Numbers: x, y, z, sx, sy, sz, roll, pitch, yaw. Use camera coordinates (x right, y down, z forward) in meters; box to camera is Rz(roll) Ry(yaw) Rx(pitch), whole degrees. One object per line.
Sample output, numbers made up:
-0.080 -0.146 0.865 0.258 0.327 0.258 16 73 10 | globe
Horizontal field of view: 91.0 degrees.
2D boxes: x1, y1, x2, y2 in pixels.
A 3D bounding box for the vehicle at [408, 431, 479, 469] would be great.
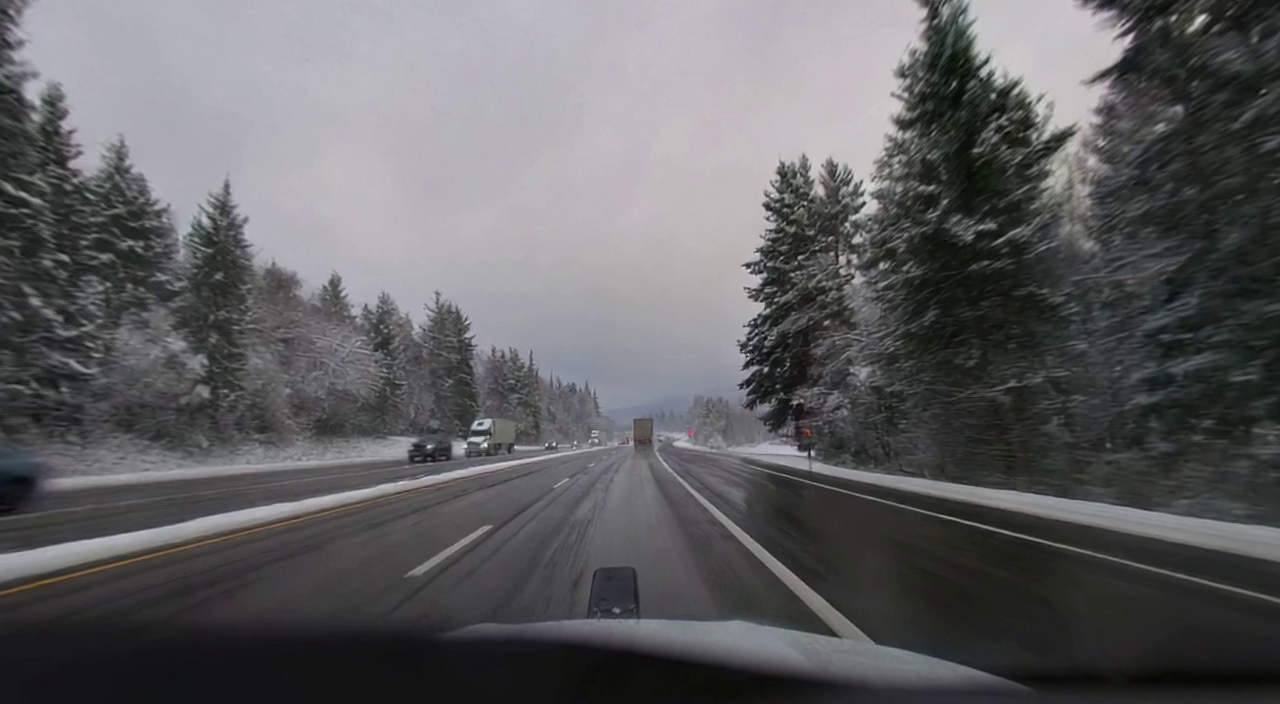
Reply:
-10.984 5.507 35.647 2.326 1.919 5.089 -1 -8 1 | vehicle
